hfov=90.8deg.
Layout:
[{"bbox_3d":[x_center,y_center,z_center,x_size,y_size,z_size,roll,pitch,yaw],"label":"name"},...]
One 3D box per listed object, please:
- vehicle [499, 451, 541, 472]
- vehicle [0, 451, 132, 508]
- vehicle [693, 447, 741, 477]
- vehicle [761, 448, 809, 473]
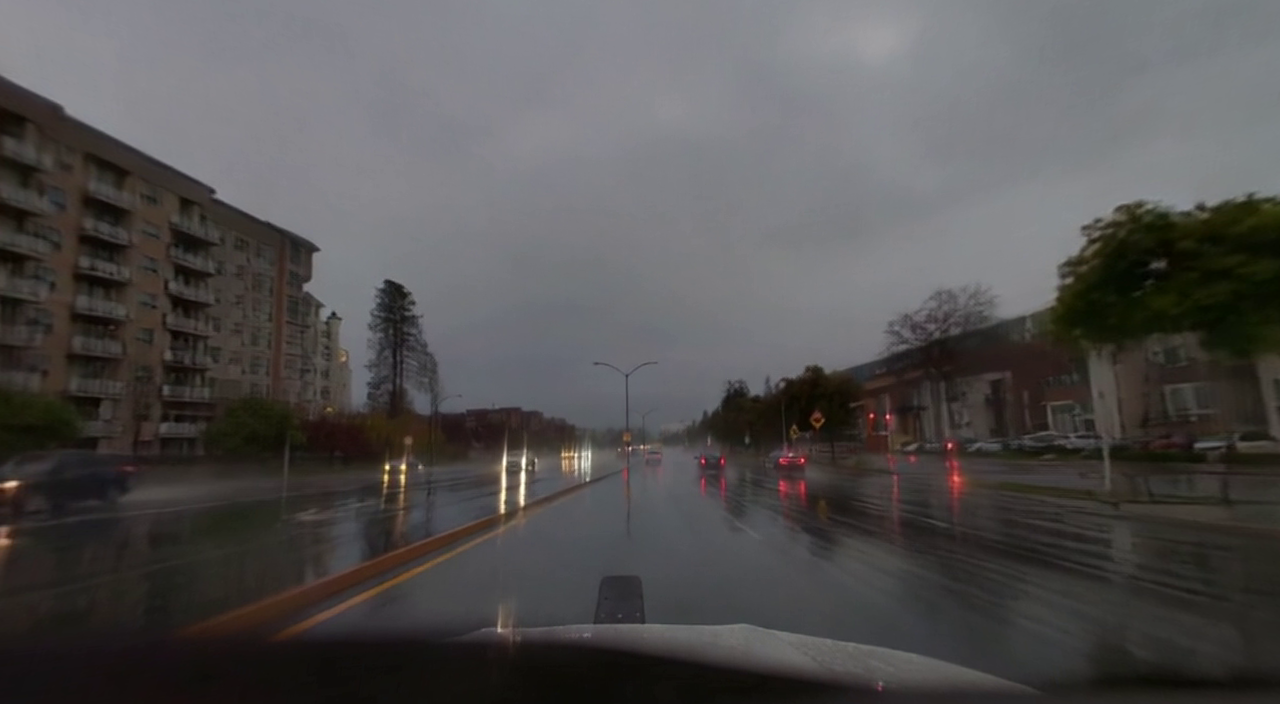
[{"bbox_3d":[-8.944,8.210,47.562,2.012,1.520,4.645,-1,-9,3],"label":"vehicle"},{"bbox_3d":[-21.648,4.502,22.900,2.141,1.809,5.002,-1,-9,3],"label":"vehicle"},{"bbox_3d":[4.097,5.898,34.215,2.020,1.479,4.650,0,-9,0],"label":"vehicle"},{"bbox_3d":[8.766,6.577,38.500,1.932,1.439,4.159,0,-9,0],"label":"vehicle"}]
